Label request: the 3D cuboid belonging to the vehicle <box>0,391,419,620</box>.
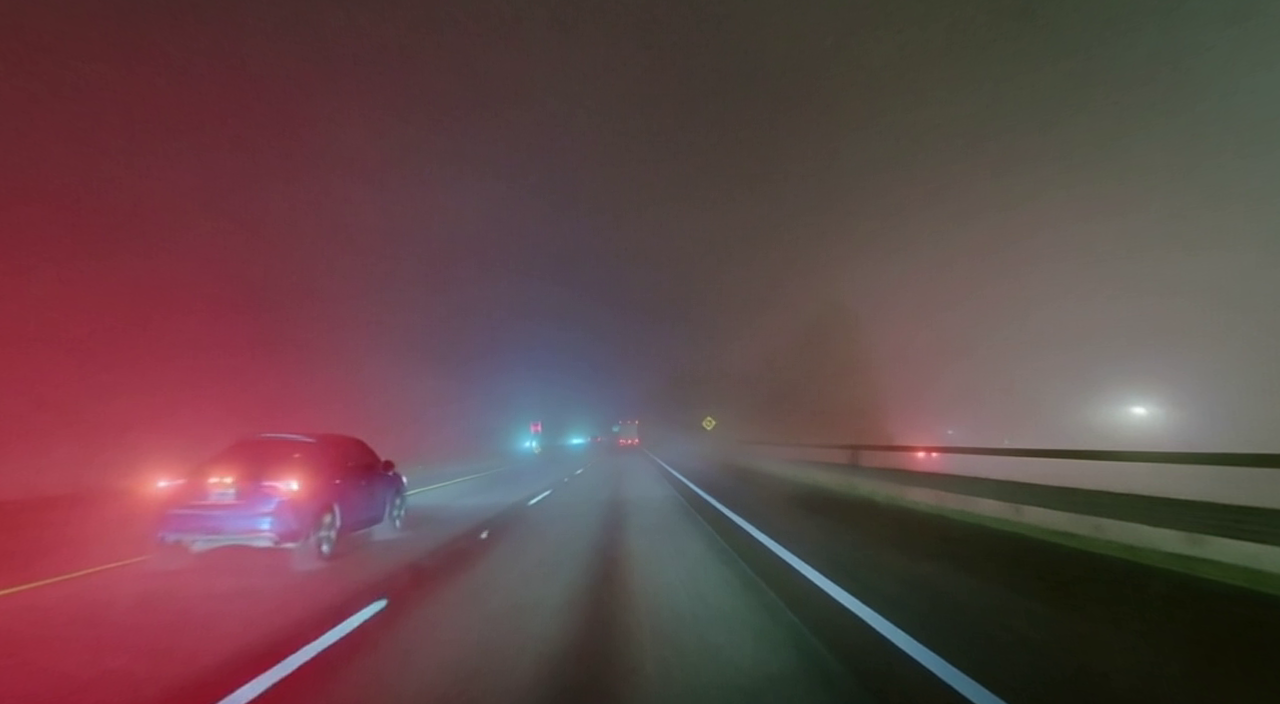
[{"bbox_3d":[-4.337,1.432,6.991,2.123,1.655,4.688,0,-8,-1],"label":"vehicle"}]
